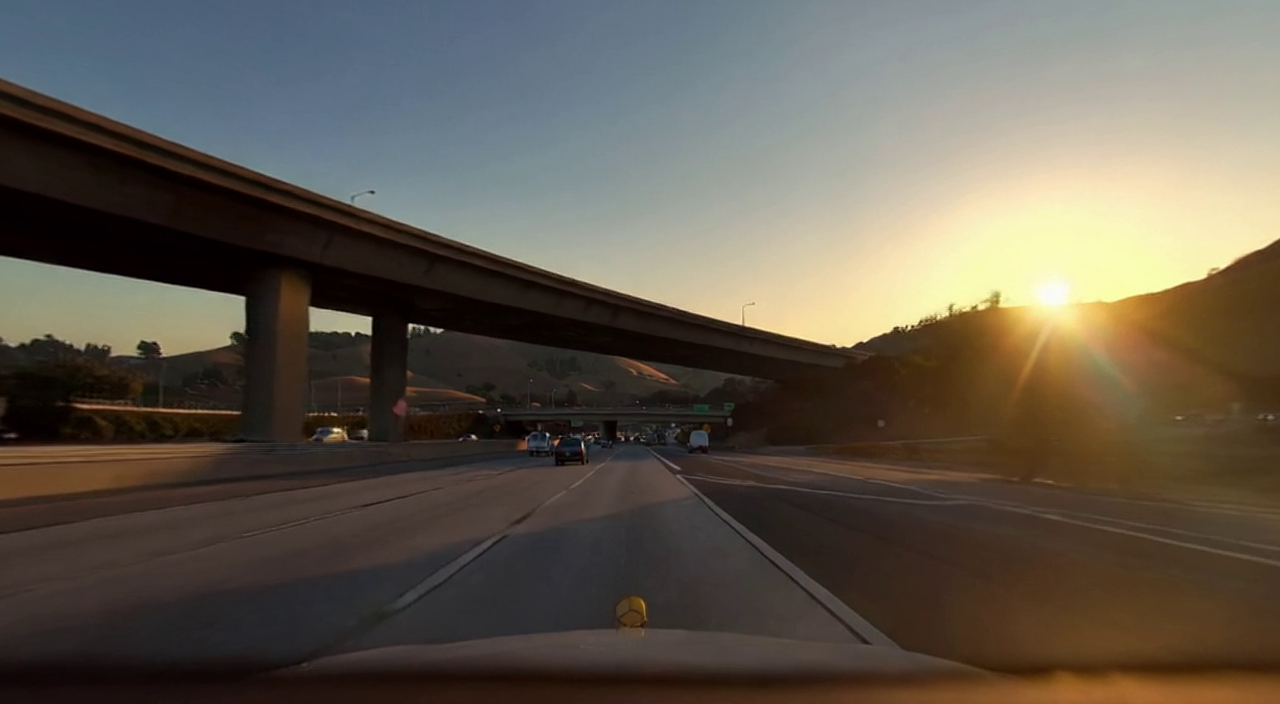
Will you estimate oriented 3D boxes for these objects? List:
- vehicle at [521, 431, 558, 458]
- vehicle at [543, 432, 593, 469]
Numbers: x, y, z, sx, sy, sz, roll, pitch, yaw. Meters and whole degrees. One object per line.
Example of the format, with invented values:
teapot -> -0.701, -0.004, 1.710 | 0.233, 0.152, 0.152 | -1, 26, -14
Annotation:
vehicle -> -7.779, 7.258, 49.237 | 2.132, 1.984, 4.639 | 0, -9, 0
vehicle -> -3.864, 5.416, 34.746 | 2.144, 1.847, 4.850 | 0, -8, 1
